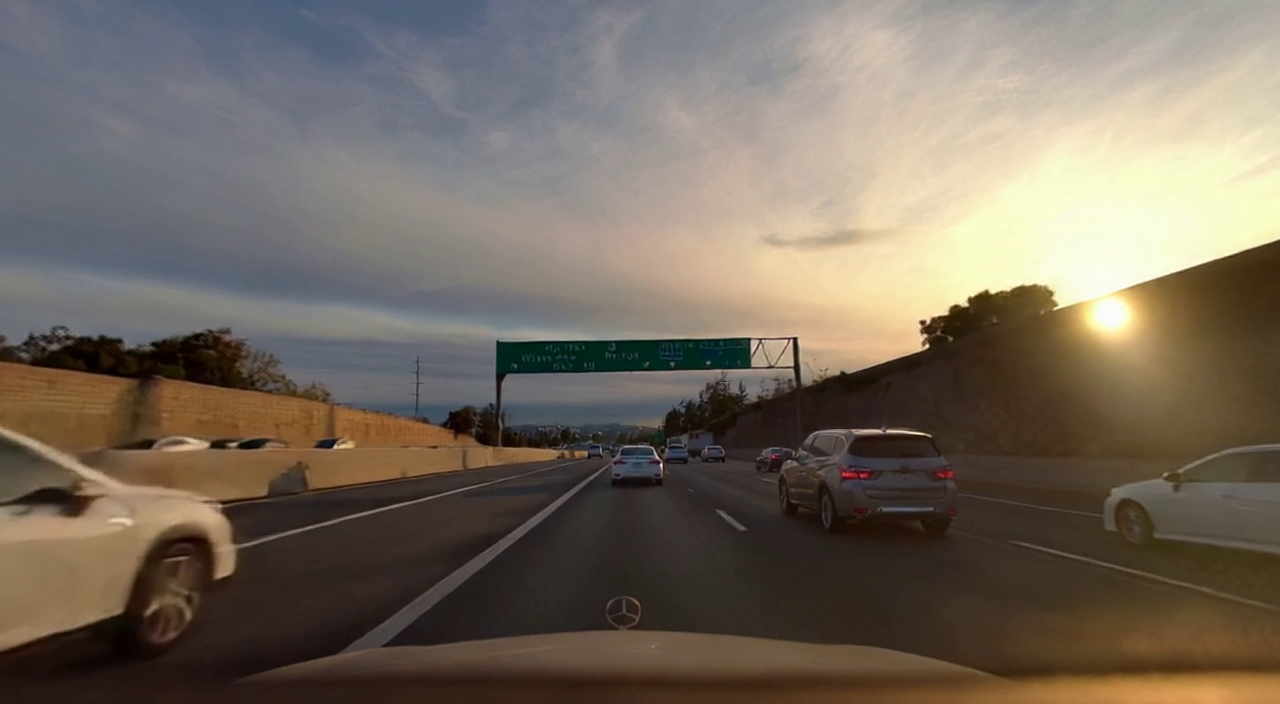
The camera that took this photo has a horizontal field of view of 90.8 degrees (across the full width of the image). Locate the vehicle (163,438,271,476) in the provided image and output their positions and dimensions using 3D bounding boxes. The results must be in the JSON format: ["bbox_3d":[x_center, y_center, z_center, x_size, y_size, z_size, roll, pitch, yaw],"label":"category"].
[{"bbox_3d":[-21.444,5.354,32.359,2.163,1.774,4.928,0,-9,-1],"label":"vehicle"}]

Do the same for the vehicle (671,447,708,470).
[{"bbox_3d":[3.303,7.232,43.186,1.998,1.490,4.296,0,-9,-2],"label":"vehicle"}]

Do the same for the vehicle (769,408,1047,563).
[{"bbox_3d":[3.631,1.921,9.816,2.162,1.800,4.693,0,-9,-1],"label":"vehicle"}]

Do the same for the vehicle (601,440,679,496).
[{"bbox_3d":[-0.051,3.419,18.900,2.098,1.475,3.997,0,-9,-1],"label":"vehicle"}]

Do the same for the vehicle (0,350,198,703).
[{"bbox_3d":[-4.222,0.699,1.846,2.218,1.776,5.031,0,-9,0],"label":"vehicle"}]

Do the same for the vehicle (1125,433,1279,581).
[{"bbox_3d":[7.366,1.511,6.070,1.872,1.469,4.414,0,-9,0],"label":"vehicle"}]
